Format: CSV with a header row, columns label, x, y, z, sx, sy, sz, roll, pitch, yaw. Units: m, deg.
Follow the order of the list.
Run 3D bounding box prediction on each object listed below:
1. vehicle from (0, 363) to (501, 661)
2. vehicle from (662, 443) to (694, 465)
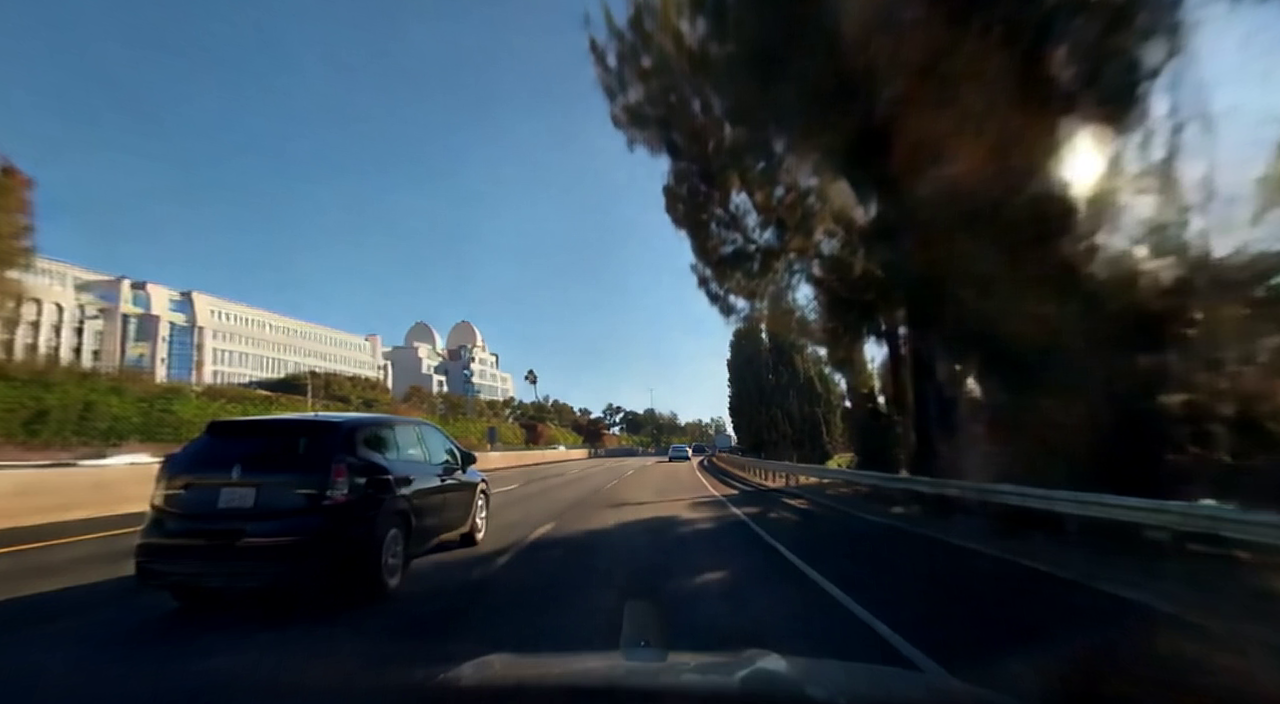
label,x,y,z,sx,sy,sz,roll,pitch,yaw
vehicle,-3.090,1.336,6.368,2.185,1.823,4.854,0,-9,1
vehicle,2.699,7.209,44.753,2.158,1.458,3.656,-1,-9,4
